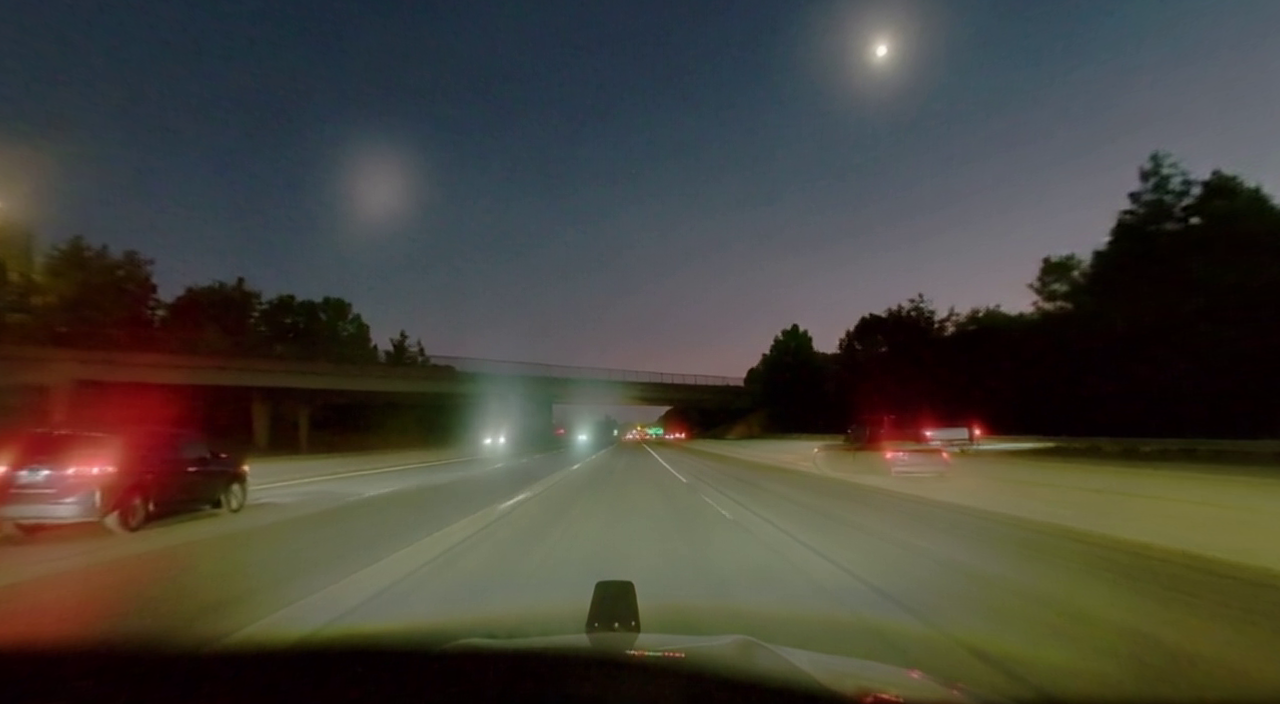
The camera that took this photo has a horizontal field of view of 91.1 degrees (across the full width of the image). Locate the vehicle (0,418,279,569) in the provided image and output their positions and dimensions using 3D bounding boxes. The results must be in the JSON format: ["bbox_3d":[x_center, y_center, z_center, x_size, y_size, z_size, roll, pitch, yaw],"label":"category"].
[{"bbox_3d":[-7.393,1.749,8.696,2.118,1.524,4.422,0,-8,1],"label":"vehicle"}]
